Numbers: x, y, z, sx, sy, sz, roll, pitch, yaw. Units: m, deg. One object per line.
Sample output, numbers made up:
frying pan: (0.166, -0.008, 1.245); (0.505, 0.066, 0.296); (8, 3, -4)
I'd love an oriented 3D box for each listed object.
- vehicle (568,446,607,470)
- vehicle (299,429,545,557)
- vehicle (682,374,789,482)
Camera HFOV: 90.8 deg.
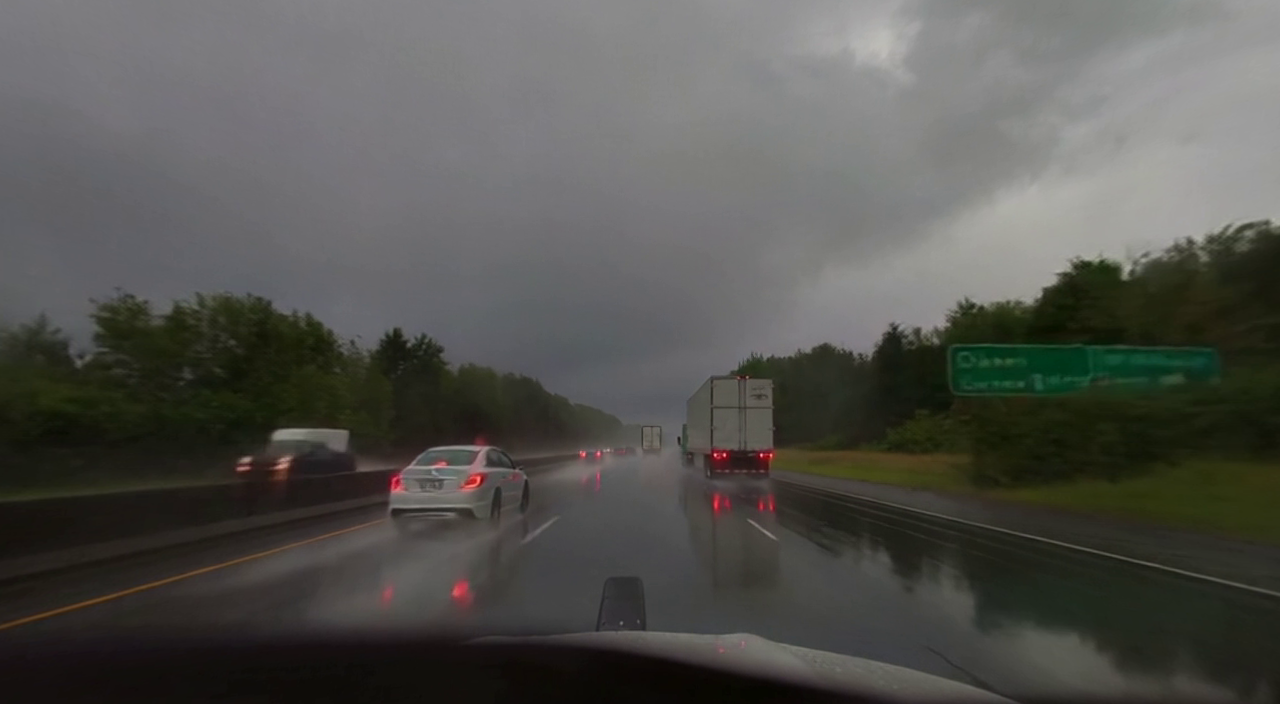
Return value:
vehicle: (-3.437, 7.048, 42.026); (2.121, 1.445, 4.651); (0, -9, 1)
vehicle: (-3.012, 2.101, 10.145); (2.104, 1.526, 4.940); (0, -9, 1)
vehicle: (4.084, 4.002, 31.171); (2.974, 4.083, 14.389); (0, -9, 0)
